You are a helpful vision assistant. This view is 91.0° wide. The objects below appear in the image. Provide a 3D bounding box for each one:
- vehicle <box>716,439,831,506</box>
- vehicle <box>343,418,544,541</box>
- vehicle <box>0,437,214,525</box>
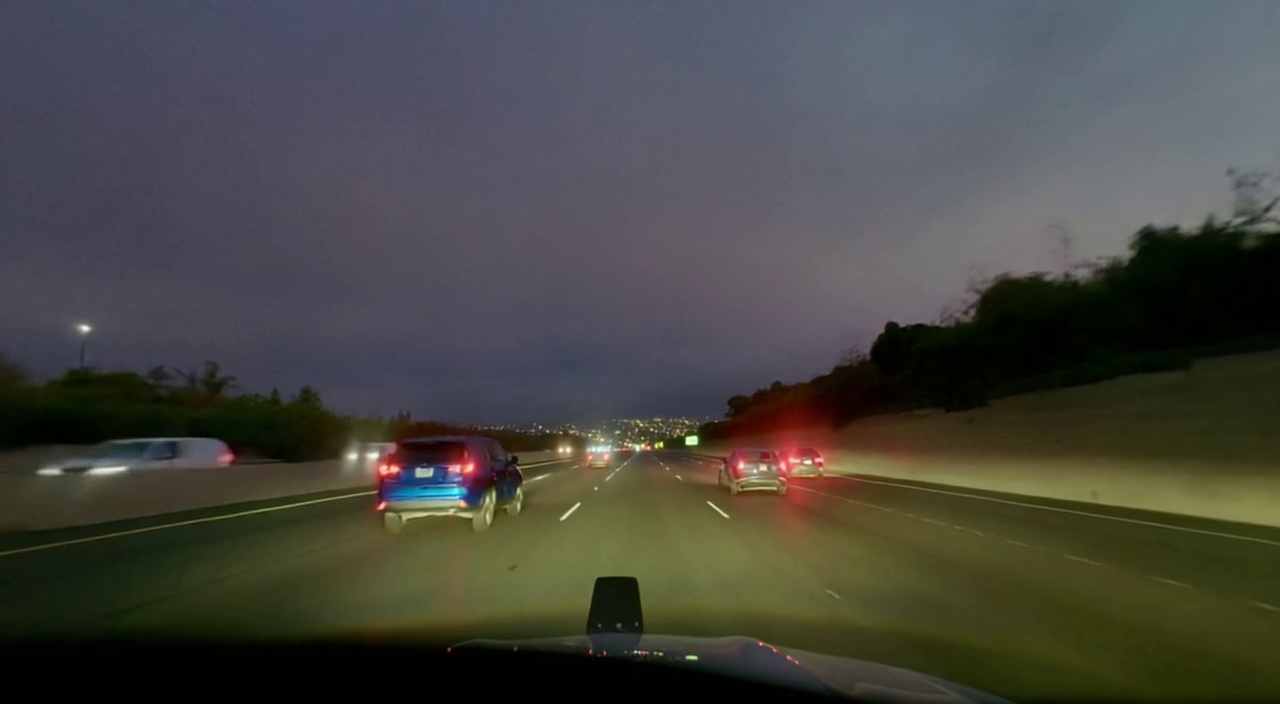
[{"bbox_3d":[3.223,2.998,16.122,1.979,1.486,4.125,0,-9,-1],"label":"vehicle"},{"bbox_3d":[-3.178,2.173,11.388,2.137,1.756,4.453,0,-8,1],"label":"vehicle"},{"bbox_3d":[-11.699,2.642,13.560,1.871,1.551,4.448,0,-9,0],"label":"vehicle"}]
